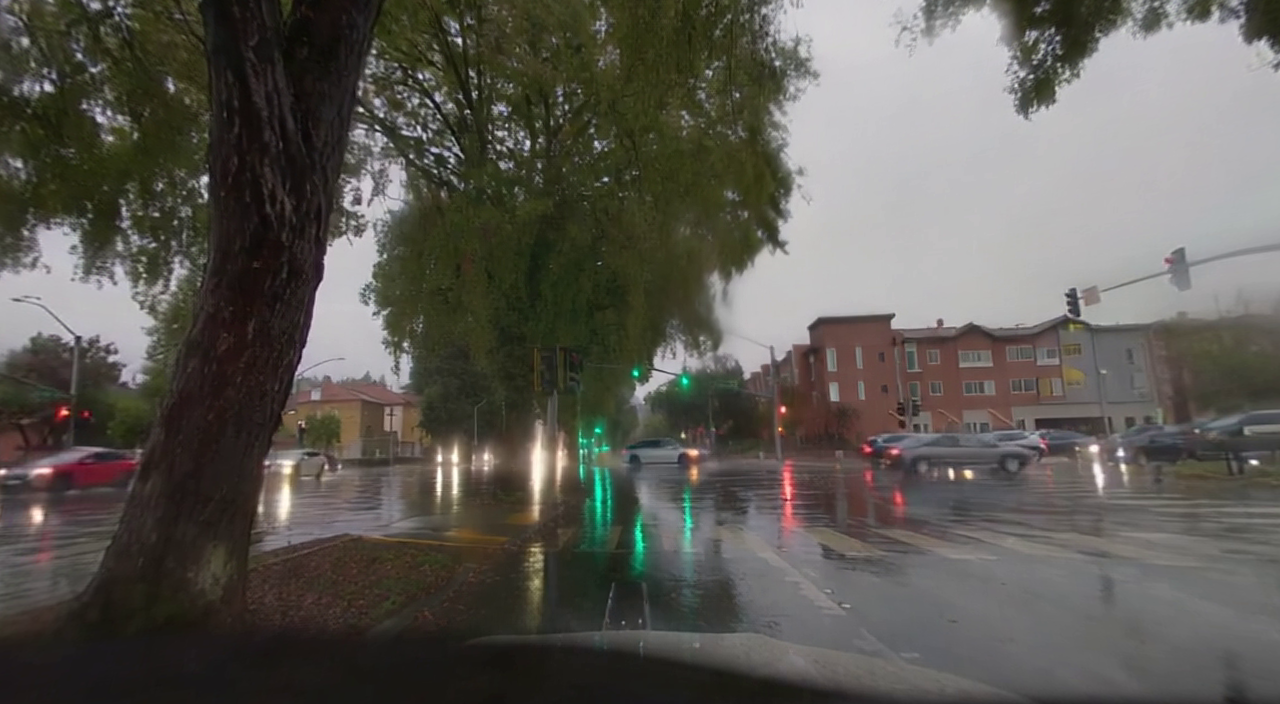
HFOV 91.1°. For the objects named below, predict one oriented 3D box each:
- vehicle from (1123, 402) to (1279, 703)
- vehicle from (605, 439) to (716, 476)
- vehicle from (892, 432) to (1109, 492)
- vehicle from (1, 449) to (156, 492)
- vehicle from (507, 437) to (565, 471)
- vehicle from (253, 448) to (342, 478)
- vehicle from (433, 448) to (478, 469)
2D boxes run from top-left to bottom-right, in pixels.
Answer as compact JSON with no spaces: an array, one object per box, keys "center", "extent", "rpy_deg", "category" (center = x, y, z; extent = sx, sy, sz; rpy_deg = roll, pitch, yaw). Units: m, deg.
[{"center":[3.092,0.658,0.419],"extent":[1.990,1.454,4.490],"rpy_deg":[0,-8,1],"category":"vehicle"},{"center":[0.850,4.771,28.749],"extent":[5.017,1.515,2.006],"rpy_deg":[-8,-12,44],"category":"vehicle"},{"center":[9.589,2.964,17.196],"extent":[4.719,1.449,2.026],"rpy_deg":[-2,-9,16],"category":"vehicle"},{"center":[-21.668,4.562,24.544],"extent":[1.853,1.456,4.531],"rpy_deg":[0,-8,0],"category":"vehicle"},{"center":[-6.272,6.016,37.378],"extent":[2.276,1.842,4.958],"rpy_deg":[4,-9,-23],"category":"vehicle"},{"center":[-18.292,5.910,33.843],"extent":[2.203,1.471,4.723],"rpy_deg":[0,-8,-1],"category":"vehicle"},{"center":[-12.228,7.037,41.769],"extent":[1.921,1.304,4.050],"rpy_deg":[0,-8,-3],"category":"vehicle"}]
